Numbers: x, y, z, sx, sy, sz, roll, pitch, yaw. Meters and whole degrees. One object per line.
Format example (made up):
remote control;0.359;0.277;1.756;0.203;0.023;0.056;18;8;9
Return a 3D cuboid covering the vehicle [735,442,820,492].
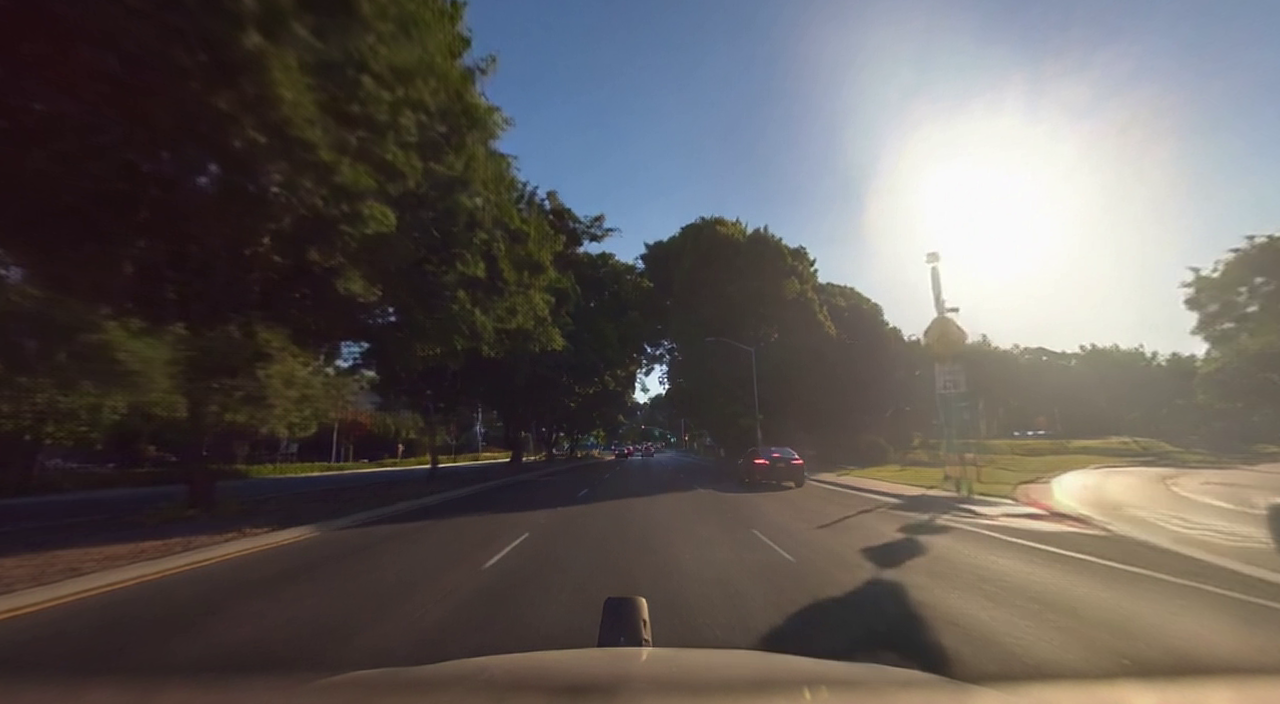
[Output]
vehicle;4.573;3.873;21.604;1.913;1.516;4.322;0;-9;0
